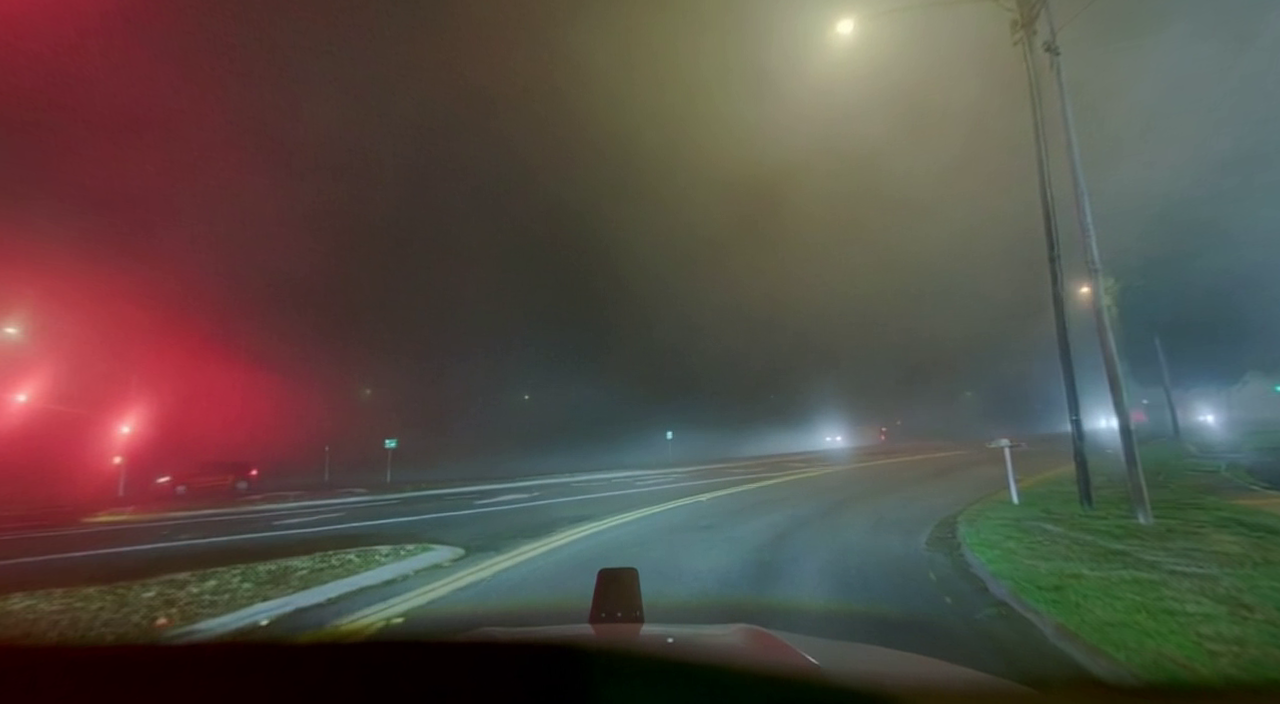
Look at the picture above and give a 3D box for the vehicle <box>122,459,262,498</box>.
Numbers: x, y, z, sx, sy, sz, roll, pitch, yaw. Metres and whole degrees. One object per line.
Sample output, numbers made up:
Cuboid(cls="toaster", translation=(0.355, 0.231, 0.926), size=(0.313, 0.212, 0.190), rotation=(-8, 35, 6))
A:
Cuboid(cls="vehicle", translation=(-19.285, 5.398, 27.286), size=(1.811, 1.444, 4.527), rotation=(-7, -11, 39))
